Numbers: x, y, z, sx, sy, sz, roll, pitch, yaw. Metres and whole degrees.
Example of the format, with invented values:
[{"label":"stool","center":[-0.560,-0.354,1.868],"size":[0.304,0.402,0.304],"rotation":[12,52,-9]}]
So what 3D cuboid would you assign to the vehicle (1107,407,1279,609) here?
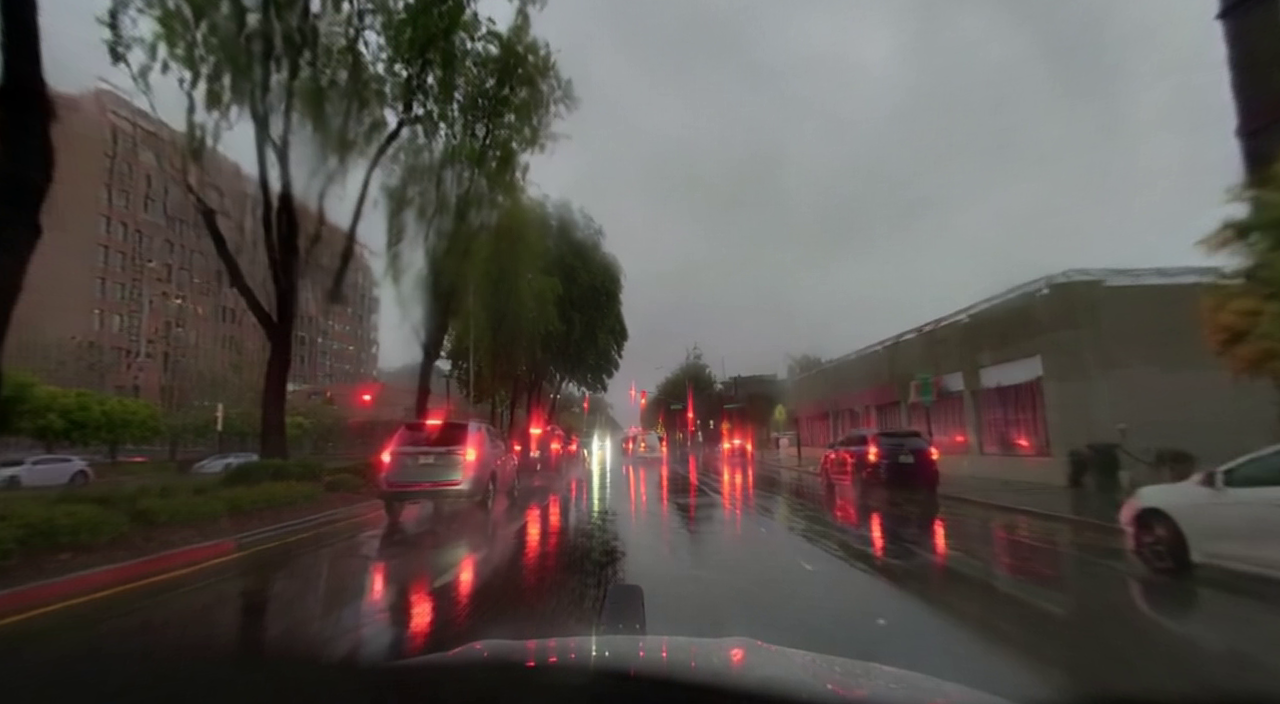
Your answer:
[{"label":"vehicle","center":[6.630,1.341,5.424],"size":[2.164,1.727,3.955],"rotation":[0,-8,0]}]

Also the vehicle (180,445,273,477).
[{"label":"vehicle","center":[-22.452,5.921,34.553],"size":[2.148,1.607,4.428],"rotation":[0,-8,-1]}]

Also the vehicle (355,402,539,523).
[{"label":"vehicle","center":[-3.550,2.164,12.837],"size":[2.223,1.957,4.845],"rotation":[0,-8,0]}]

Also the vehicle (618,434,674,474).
[{"label":"vehicle","center":[0.189,4.387,27.385],"size":[2.201,1.589,3.843],"rotation":[0,-8,-3]}]

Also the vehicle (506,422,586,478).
[{"label":"vehicle","center":[-3.577,3.886,25.134],"size":[2.487,1.978,4.628],"rotation":[0,-8,0]}]

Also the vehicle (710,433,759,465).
[{"label":"vehicle","center":[5.951,6.221,40.486],"size":[2.300,1.903,4.579],"rotation":[0,-8,-2]}]

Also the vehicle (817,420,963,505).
[{"label":"vehicle","center":[6.388,2.868,16.799],"size":[1.997,1.943,4.409],"rotation":[0,-8,-1]}]

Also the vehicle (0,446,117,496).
[{"label":"vehicle","center":[-22.212,4.307,23.240],"size":[1.910,1.632,4.624],"rotation":[0,-8,0]}]
